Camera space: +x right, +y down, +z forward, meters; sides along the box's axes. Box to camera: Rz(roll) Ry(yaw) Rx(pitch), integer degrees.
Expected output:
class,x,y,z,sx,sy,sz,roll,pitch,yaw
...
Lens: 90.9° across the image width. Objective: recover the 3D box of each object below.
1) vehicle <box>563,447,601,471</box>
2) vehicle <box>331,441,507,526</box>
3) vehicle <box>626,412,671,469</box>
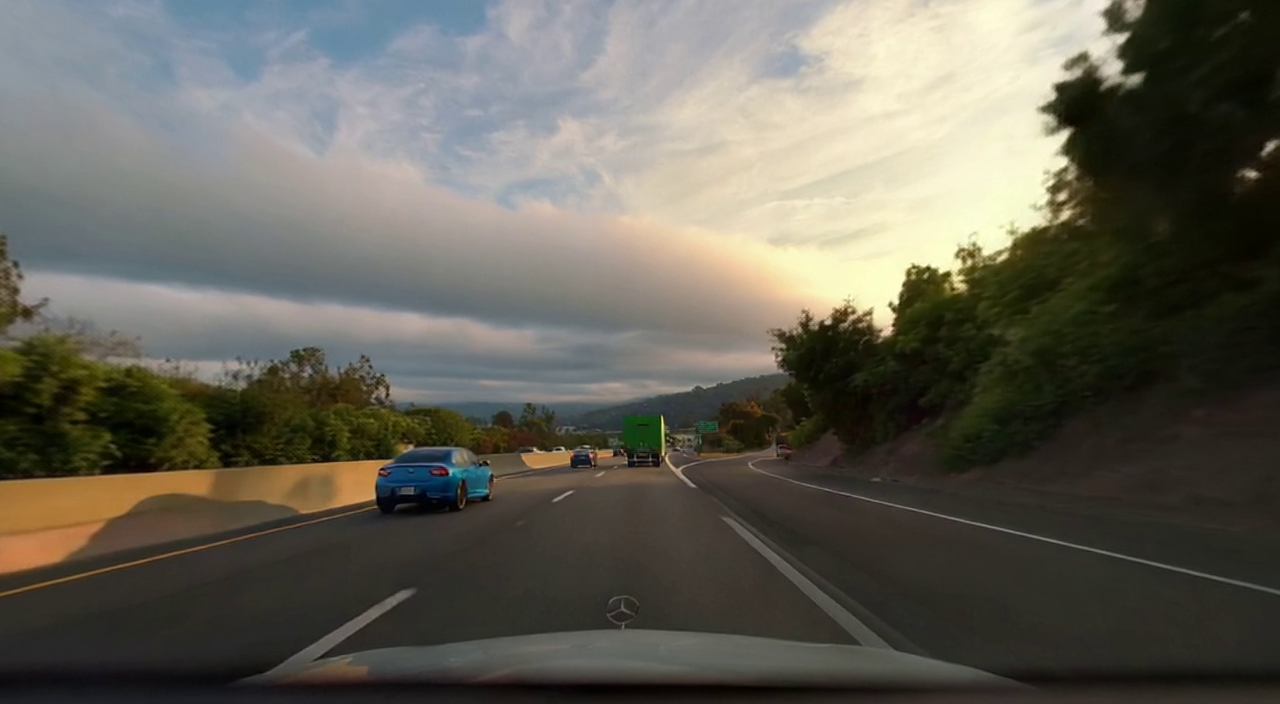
class,x,y,z,sx,sy,sz,roll,pitch,yaw
vehicle,-3.677,6.920,40.903,1.981,1.435,4.199,0,-9,1
vehicle,-4.301,2.618,13.169,2.010,1.461,4.391,0,-9,1
vehicle,0.601,6.430,45.327,2.893,3.628,9.081,0,-9,1
